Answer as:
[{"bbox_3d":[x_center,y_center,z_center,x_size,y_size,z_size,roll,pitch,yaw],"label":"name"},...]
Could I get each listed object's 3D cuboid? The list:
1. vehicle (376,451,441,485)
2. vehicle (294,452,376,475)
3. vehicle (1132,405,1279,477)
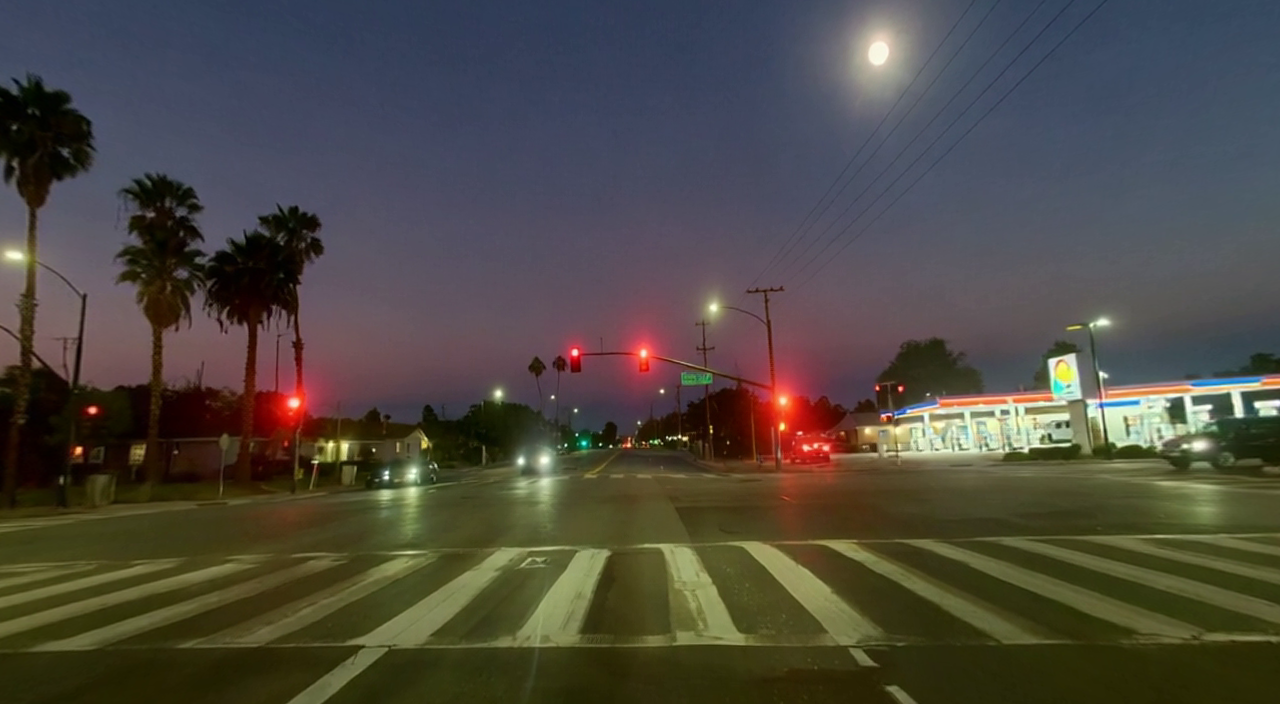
[{"bbox_3d":[-13.035,6.551,35.950,2.009,1.777,4.559,0,-9,-1],"label":"vehicle"},{"bbox_3d":[-20.951,7.683,43.510,4.672,1.469,1.816,0,-9,-2],"label":"vehicle"},{"bbox_3d":[16.783,2.436,17.279,5.086,1.817,1.952,0,-9,-4],"label":"vehicle"}]
